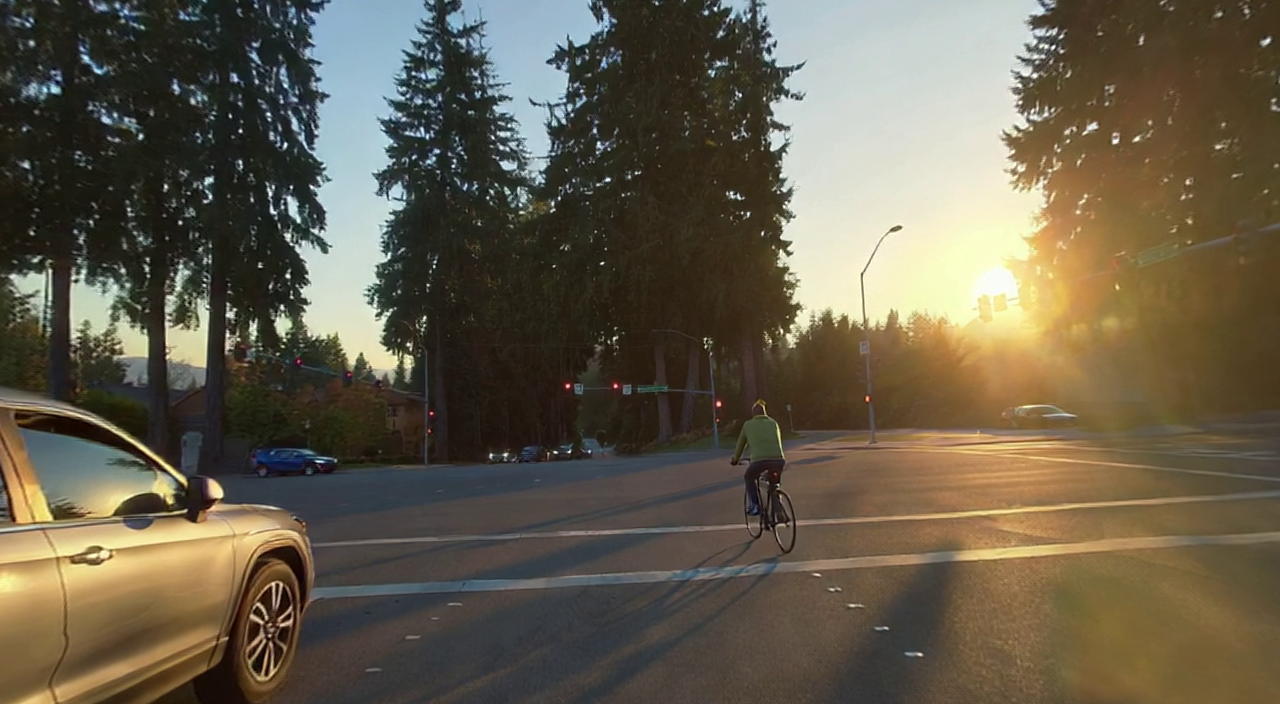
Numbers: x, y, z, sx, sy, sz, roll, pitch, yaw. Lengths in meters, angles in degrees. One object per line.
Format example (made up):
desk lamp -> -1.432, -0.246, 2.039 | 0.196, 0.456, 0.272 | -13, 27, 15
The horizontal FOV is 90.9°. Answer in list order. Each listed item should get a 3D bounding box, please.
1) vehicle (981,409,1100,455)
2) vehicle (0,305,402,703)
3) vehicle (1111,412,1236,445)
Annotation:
vehicle -> 18.580, 3.750, 29.376 | 4.237, 1.948, 1.997 | 0, -9, -9
vehicle -> -2.959, 0.867, 2.743 | 2.049, 1.756, 4.602 | 0, -8, 0
vehicle -> 25.762, 3.729, 30.491 | 4.716, 1.507, 1.904 | 2, -9, -11
